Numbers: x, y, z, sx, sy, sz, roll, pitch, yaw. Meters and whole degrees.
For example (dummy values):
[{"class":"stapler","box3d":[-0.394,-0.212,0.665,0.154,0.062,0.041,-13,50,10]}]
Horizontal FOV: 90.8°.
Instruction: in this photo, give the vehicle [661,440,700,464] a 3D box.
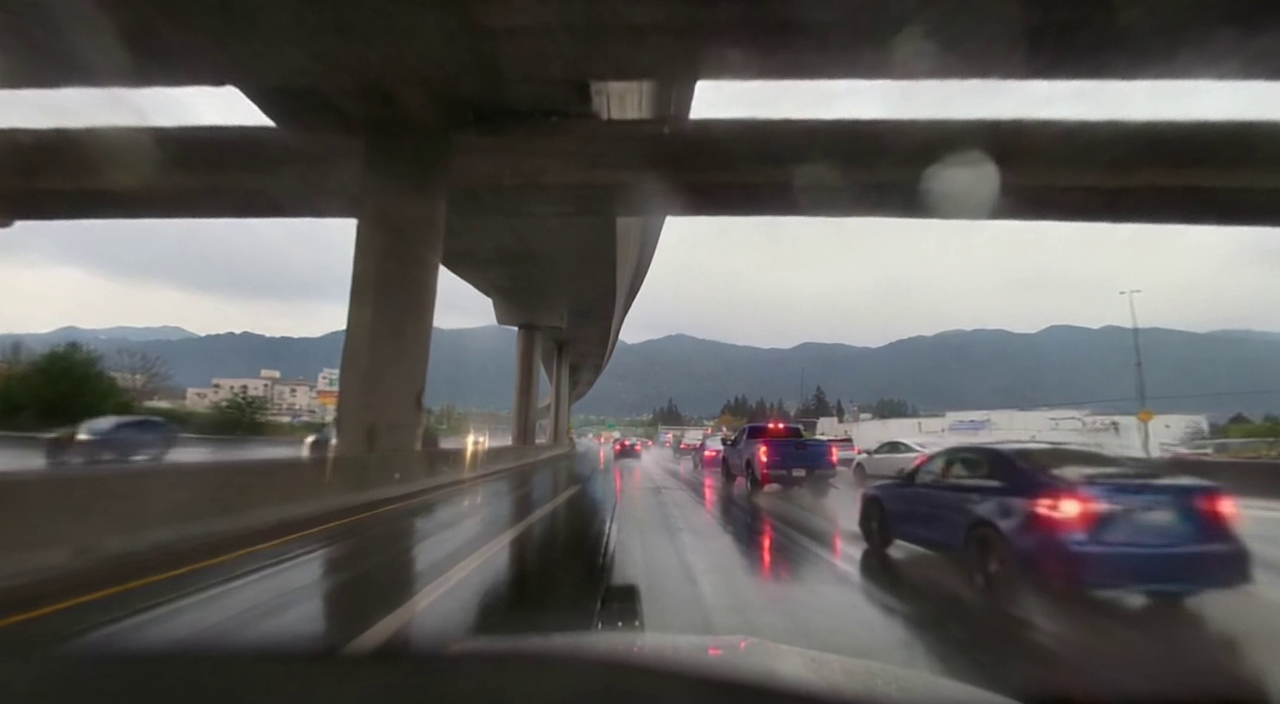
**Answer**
[{"class":"vehicle","box3d":[2.654,6.688,42.500,2.057,1.517,4.538,0,-8,-3]}]

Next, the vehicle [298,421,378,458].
[{"class":"vehicle","box3d":[-15.583,4.583,32.918,2.017,1.764,4.633,0,-8,-2]}]

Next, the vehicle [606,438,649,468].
[{"class":"vehicle","box3d":[-0.700,5.556,34.853,2.266,1.549,3.978,0,-8,-1]}]

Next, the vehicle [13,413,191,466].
[{"class":"vehicle","box3d":[-18.776,3.135,22.455,2.111,1.654,4.790,0,-8,-1]}]

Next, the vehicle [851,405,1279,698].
[{"class":"vehicle","box3d":[3.850,1.395,5.810,2.048,1.497,4.952,0,-8,-1]}]

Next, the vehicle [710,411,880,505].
[{"class":"vehicle","box3d":[3.841,2.872,17.590,2.747,2.061,7.011,0,-8,-2]}]

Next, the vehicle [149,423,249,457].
[{"class":"vehicle","box3d":[-23.191,4.681,33.487,1.997,1.665,4.822,0,-8,-3]}]

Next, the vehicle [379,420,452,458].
[{"class":"vehicle","box3d":[-11.427,4.500,32.523,2.118,1.831,4.729,0,-8,-2]}]
